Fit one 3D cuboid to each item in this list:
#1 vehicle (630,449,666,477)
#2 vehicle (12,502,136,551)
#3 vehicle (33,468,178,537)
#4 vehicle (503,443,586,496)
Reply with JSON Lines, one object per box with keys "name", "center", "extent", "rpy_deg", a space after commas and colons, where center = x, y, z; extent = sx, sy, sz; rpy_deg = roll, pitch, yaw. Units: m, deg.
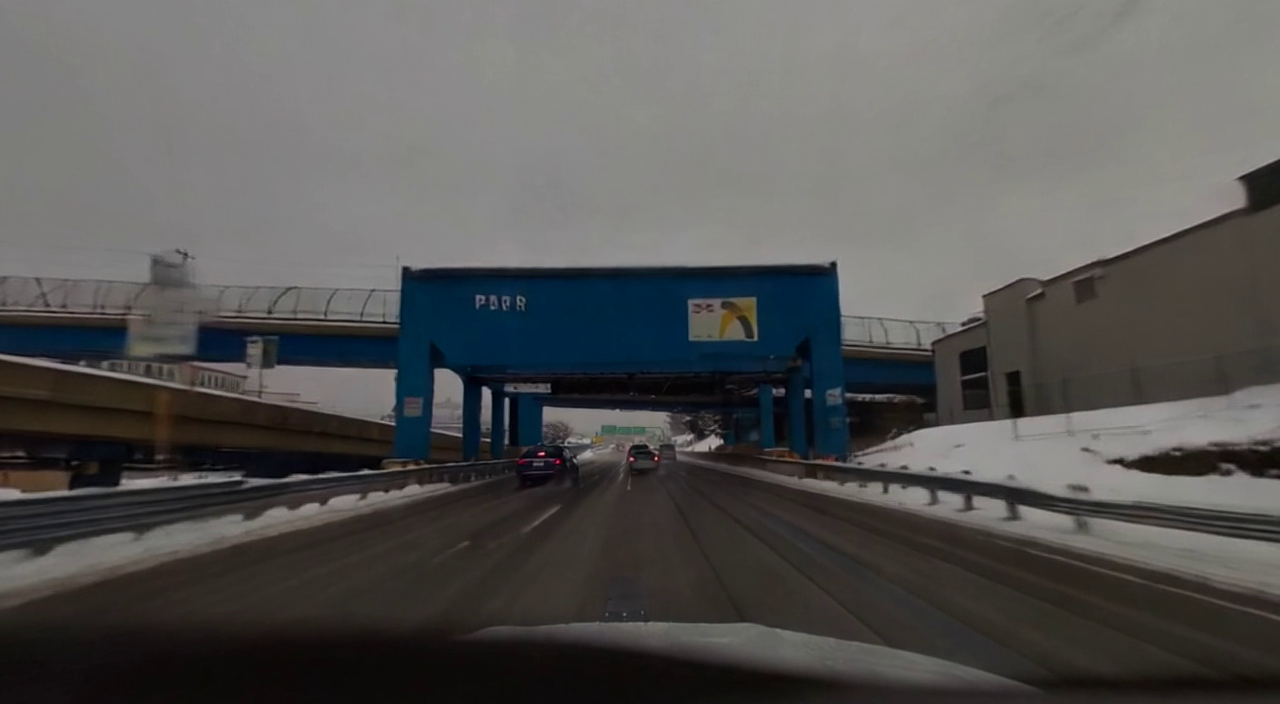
{"name": "vehicle", "center": [0.419, 6.070, 34.774], "extent": [1.877, 1.386, 3.872], "rpy_deg": [0, -8, -1]}
{"name": "vehicle", "center": [-32.092, 9.885, 36.061], "extent": [2.018, 2.023, 5.545], "rpy_deg": [0, -8, -1]}
{"name": "vehicle", "center": [-37.198, 10.393, 44.500], "extent": [3.004, 3.950, 8.532], "rpy_deg": [0, -8, -3]}
{"name": "vehicle", "center": [-3.077, 3.877, 21.316], "extent": [2.064, 1.589, 4.213], "rpy_deg": [0, -8, 1]}
